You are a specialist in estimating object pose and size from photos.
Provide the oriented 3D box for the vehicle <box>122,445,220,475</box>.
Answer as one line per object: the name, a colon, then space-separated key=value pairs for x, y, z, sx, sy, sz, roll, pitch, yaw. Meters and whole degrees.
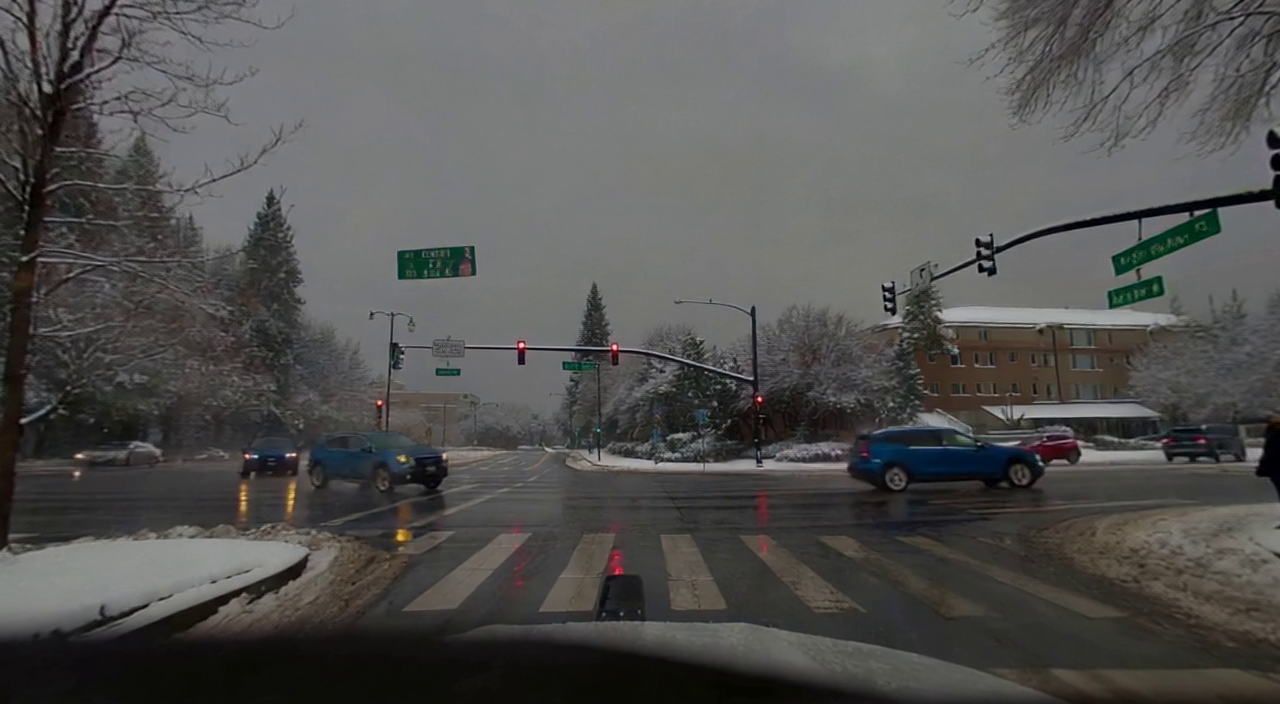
vehicle: x=-23.654 y=5.434 z=32.078 sx=2.099 sy=1.407 sz=3.941 roll=0 pitch=-8 yaw=-4

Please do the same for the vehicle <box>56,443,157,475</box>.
vehicle: x=-30.819 y=6.161 z=36.716 sx=1.961 sy=1.708 sz=4.678 roll=0 pitch=-8 yaw=-3

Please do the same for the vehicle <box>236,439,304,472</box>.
vehicle: x=-18.952 y=5.309 z=32.581 sx=2.007 sy=1.540 sz=4.312 roll=2 pitch=-9 yaw=-17

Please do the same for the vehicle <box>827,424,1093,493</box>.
vehicle: x=8.803 y=2.976 z=17.858 sx=6.196 sy=1.777 sz=2.457 roll=0 pitch=-8 yaw=-3

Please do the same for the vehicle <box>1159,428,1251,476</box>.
vehicle: x=22.728 y=3.993 z=25.346 sx=4.780 sy=1.719 sz=2.156 roll=8 pitch=-11 yaw=-43

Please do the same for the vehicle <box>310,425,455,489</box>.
vehicle: x=-8.369 y=3.349 z=20.429 sx=4.509 sy=1.821 sz=2.066 roll=-6 pitch=-10 yaw=33
